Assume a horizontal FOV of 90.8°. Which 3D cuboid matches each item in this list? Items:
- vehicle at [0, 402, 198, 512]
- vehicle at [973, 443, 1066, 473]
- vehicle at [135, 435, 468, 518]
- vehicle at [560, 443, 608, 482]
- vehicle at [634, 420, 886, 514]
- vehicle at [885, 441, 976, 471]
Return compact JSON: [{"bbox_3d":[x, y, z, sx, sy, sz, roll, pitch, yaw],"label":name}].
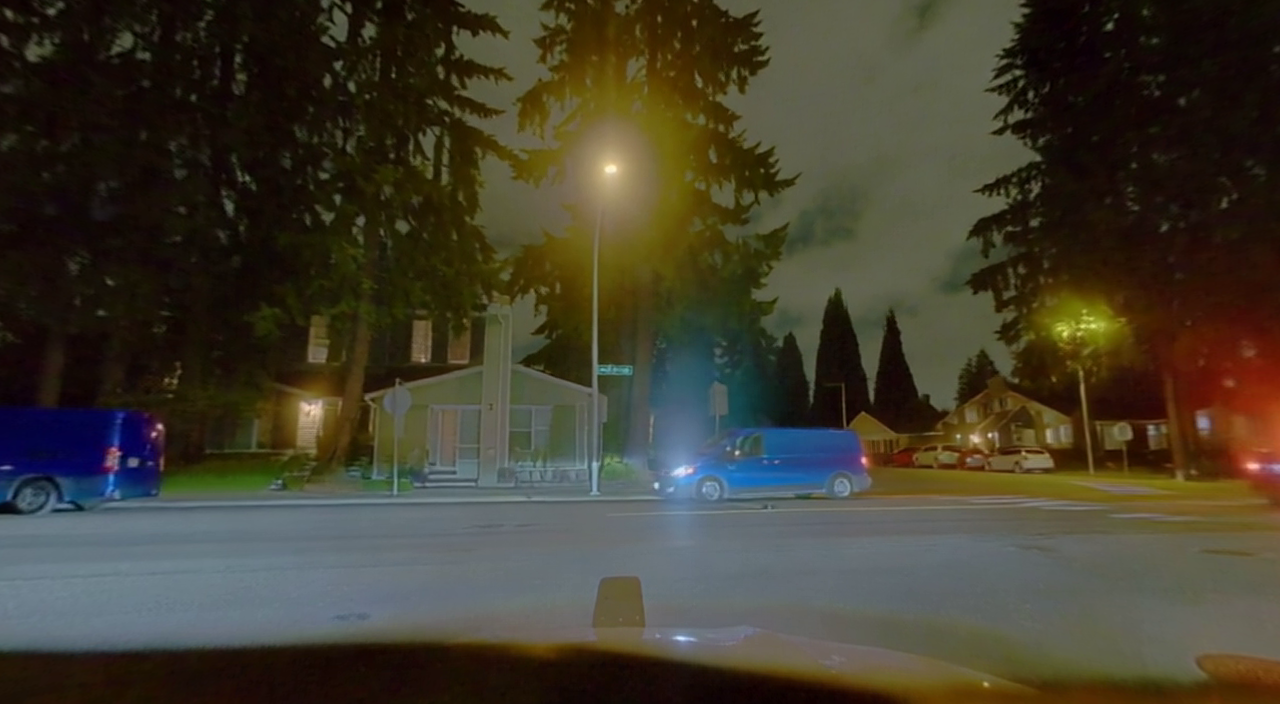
[{"bbox_3d":[-15.494,2.502,14.793,7.824,2.323,2.863,0,-10,-7],"label":"vehicle"},{"bbox_3d":[20.107,5.602,33.519,3.863,1.453,1.826,1,-7,-8],"label":"vehicle"},{"bbox_3d":[-7.916,3.014,15.780,6.643,1.777,2.925,1,-9,-9],"label":"vehicle"},{"bbox_3d":[-2.405,4.551,26.332,1.648,1.430,3.654,4,-9,-9],"label":"vehicle"},{"bbox_3d":[2.559,2.512,14.109,5.047,1.851,2.103,2,-9,-12],"label":"vehicle"},{"bbox_3d":[19.163,6.863,41.776,4.984,1.912,2.132,1,-9,-9],"label":"vehicle"}]
